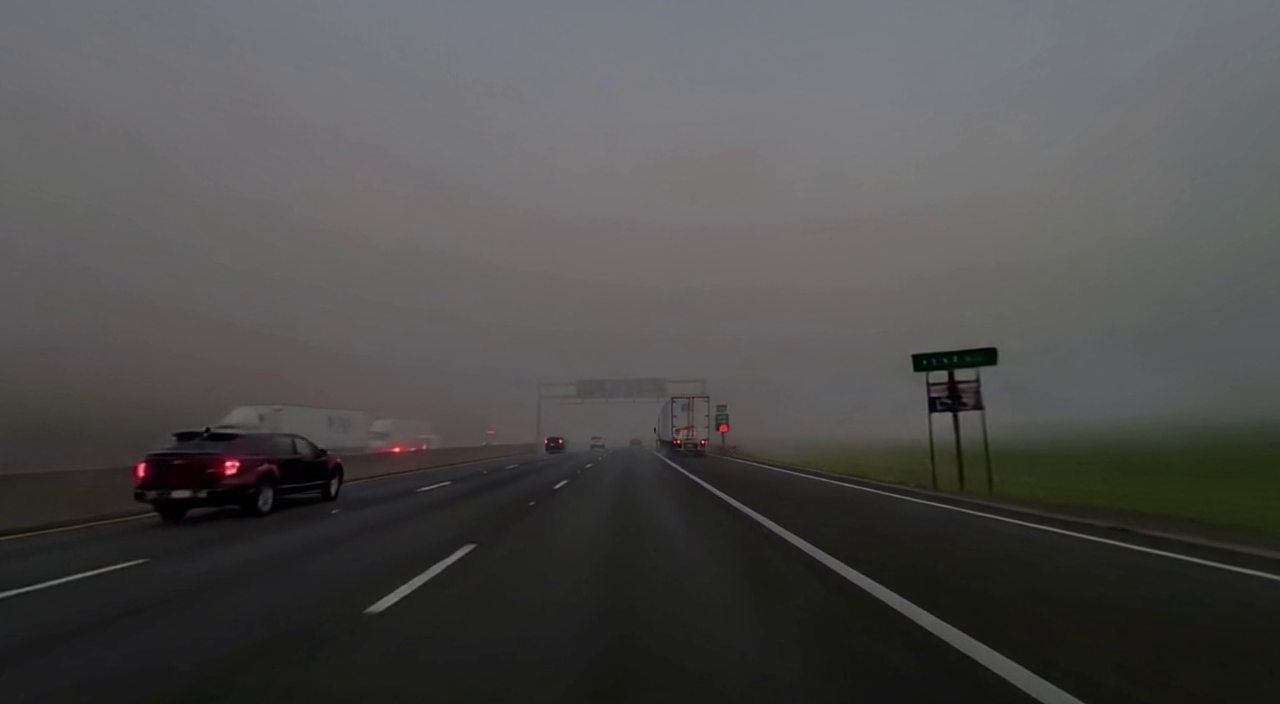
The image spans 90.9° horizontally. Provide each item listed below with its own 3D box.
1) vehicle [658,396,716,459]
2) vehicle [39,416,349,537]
[{"bbox_3d":[2.964,5.250,43.592,2.760,3.710,12.230,0,-7,-1],"label":"vehicle"},{"bbox_3d":[-7.224,2.019,11.023,2.076,1.636,4.597,0,-8,0],"label":"vehicle"}]
